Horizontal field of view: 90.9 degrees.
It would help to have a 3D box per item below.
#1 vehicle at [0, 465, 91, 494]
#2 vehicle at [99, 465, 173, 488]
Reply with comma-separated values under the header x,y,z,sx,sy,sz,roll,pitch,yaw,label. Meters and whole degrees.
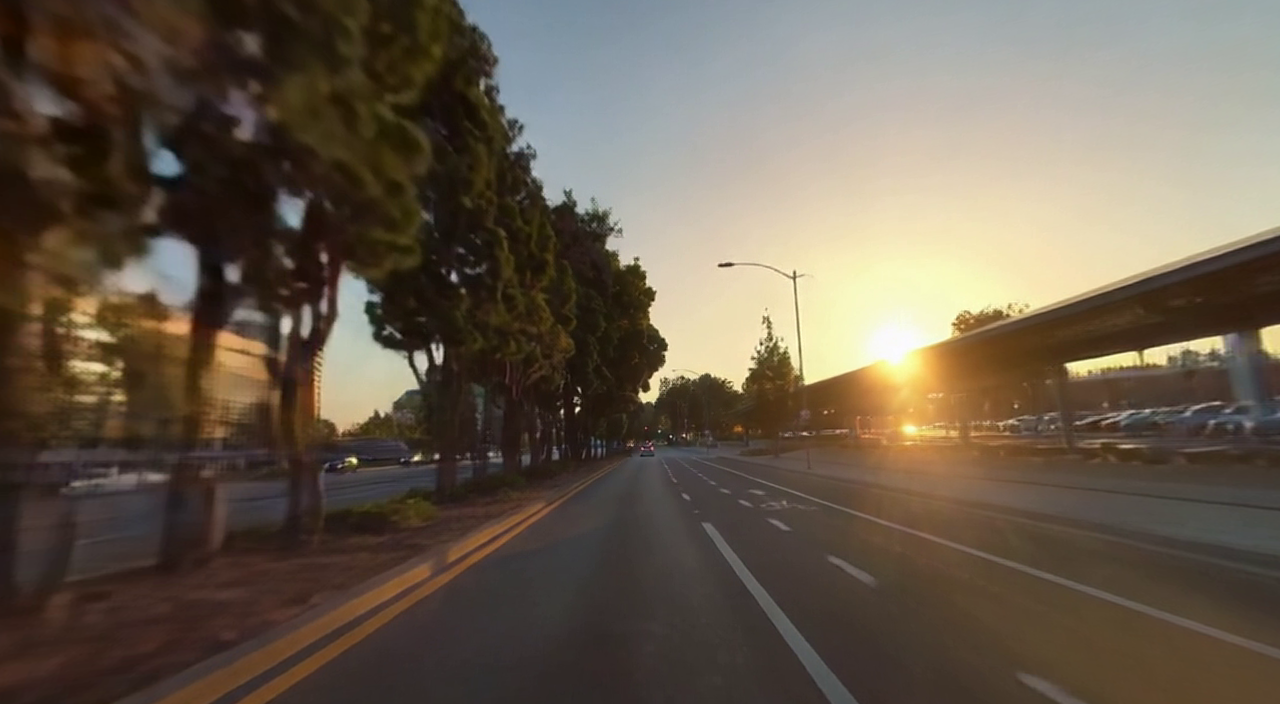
x,y,z,sx,sy,sz,roll,pitch,yaw,label
-37.539,8.021,39.859,1.819,1.589,4.040,0,-8,1,vehicle
-37.456,9.256,47.005,1.815,1.467,4.436,0,-8,0,vehicle
